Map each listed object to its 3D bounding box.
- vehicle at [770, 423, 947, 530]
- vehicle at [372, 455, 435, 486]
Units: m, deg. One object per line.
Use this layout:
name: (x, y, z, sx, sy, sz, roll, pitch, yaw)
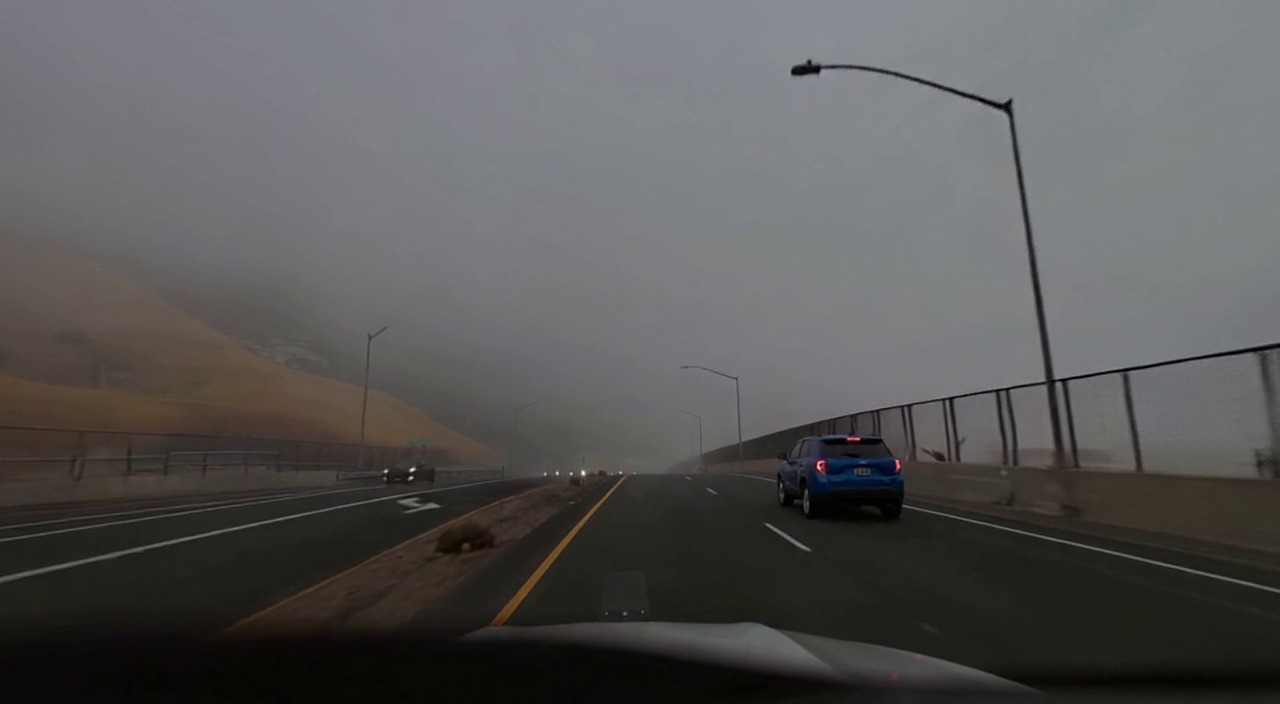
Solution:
vehicle: (4.030, 2.367, 12.553, 1.989, 1.730, 4.324, 0, -9, 1)
vehicle: (-13.749, 6.890, 36.984, 1.918, 1.642, 4.391, 0, -9, 1)
